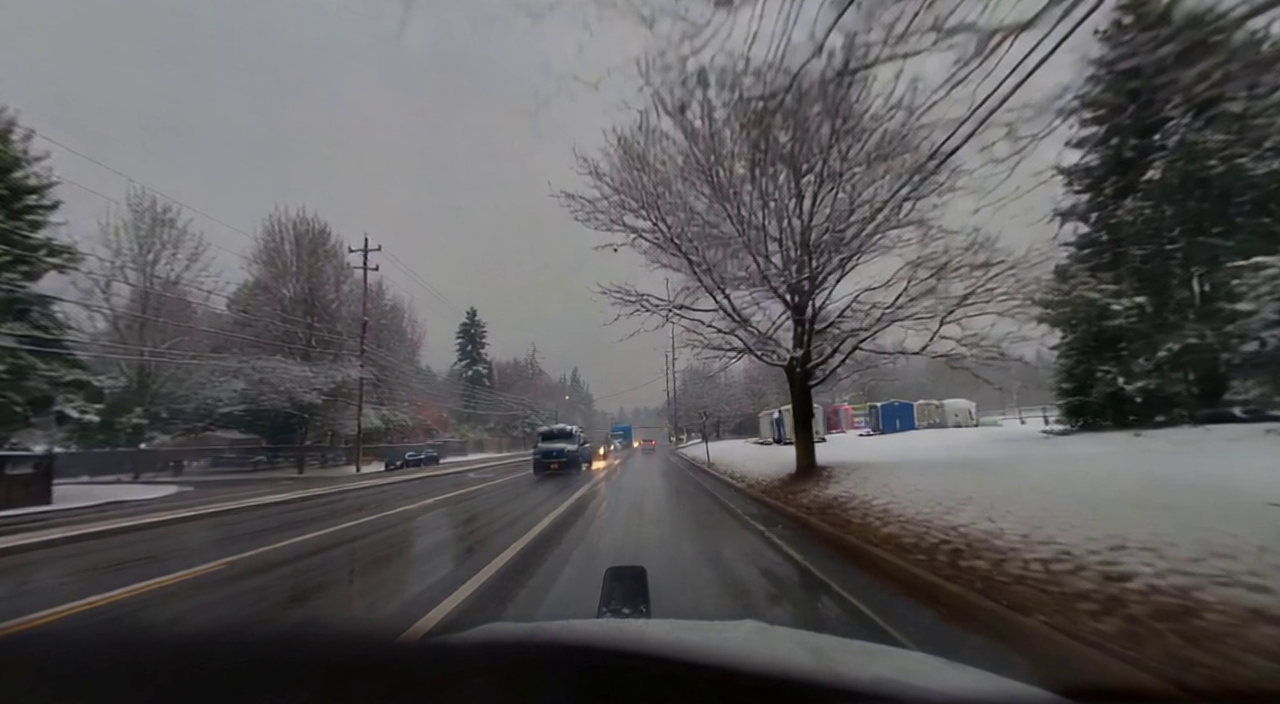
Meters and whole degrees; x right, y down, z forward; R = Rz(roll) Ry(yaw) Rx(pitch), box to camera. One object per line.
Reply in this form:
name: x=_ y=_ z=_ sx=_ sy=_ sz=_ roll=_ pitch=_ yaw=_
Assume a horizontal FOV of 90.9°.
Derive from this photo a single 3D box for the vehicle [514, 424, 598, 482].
vehicle: x=-2.840 y=3.599 z=22.694 sx=2.180 sy=1.818 sz=5.117 roll=0 pitch=-8 yaw=2
